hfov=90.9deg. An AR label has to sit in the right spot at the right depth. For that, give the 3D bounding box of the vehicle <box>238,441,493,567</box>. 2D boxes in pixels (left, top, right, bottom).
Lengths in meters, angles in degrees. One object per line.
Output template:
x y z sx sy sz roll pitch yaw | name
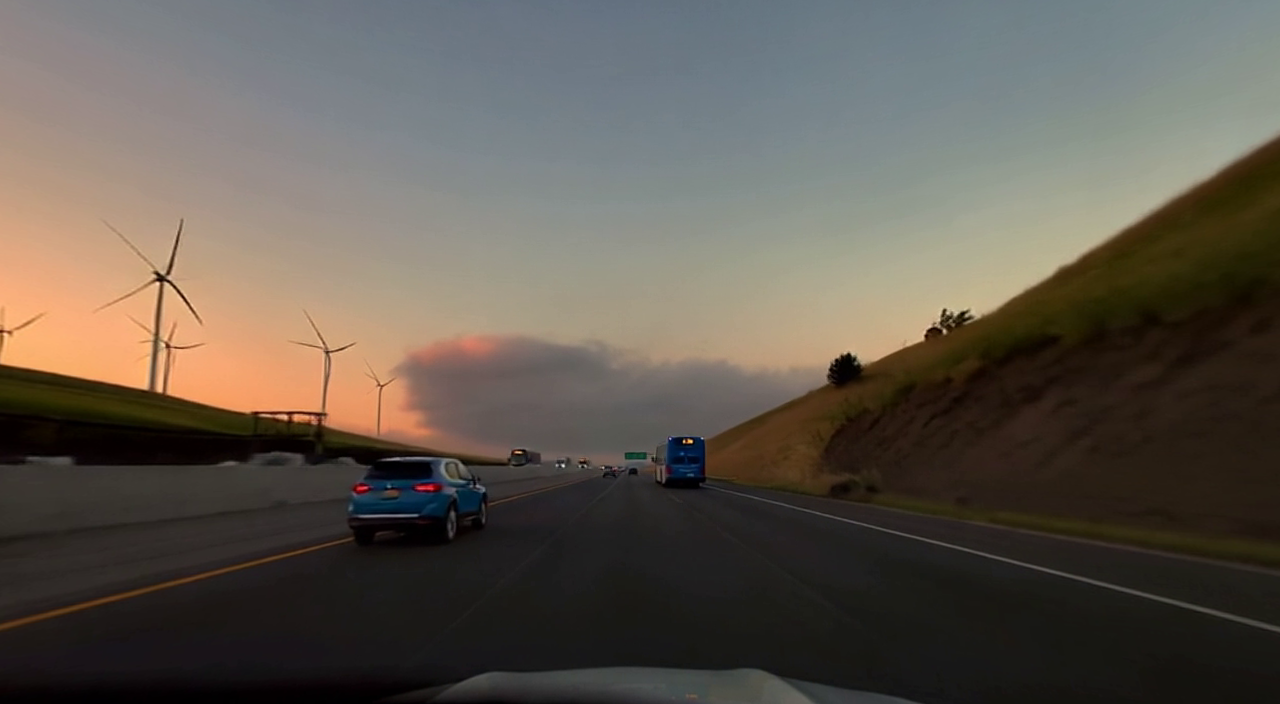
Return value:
-4.027 2.346 10.282 2.213 1.568 4.274 1 -10 0 | vehicle

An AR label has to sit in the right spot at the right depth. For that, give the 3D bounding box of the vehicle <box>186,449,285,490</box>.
-19.433 5.685 30.529 1.922 1.778 4.263 1 -10 -1 | vehicle
